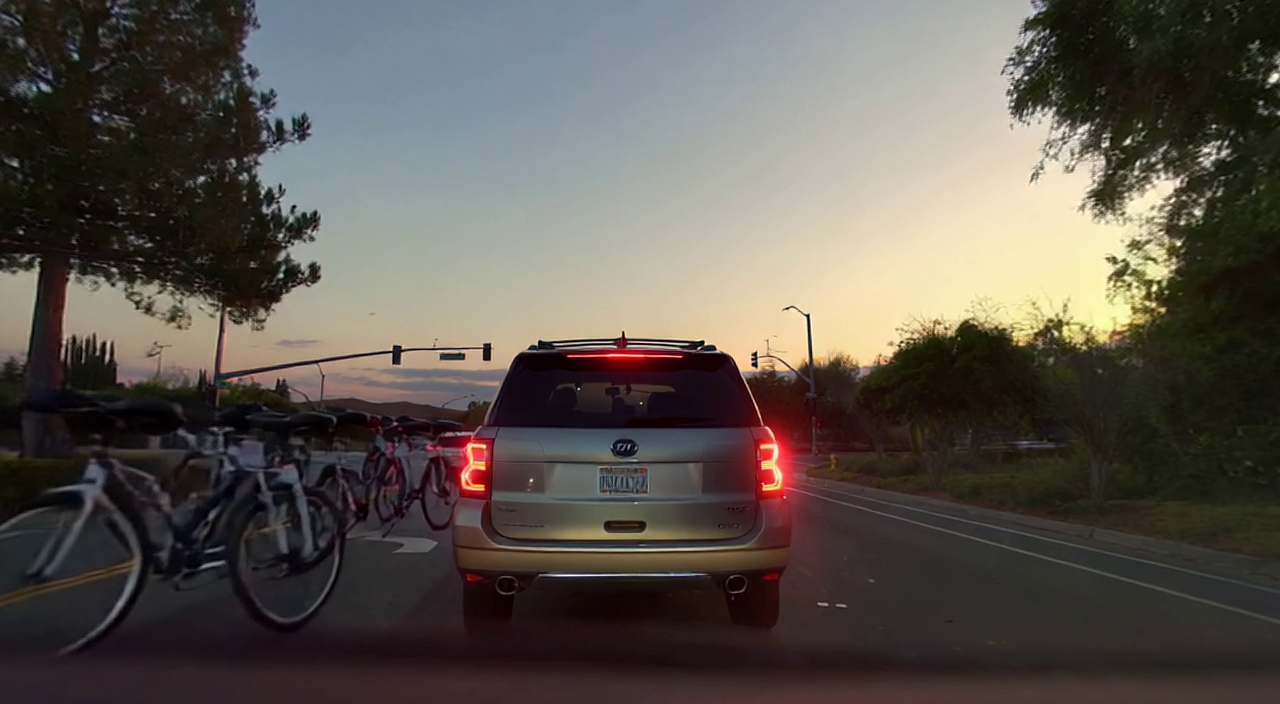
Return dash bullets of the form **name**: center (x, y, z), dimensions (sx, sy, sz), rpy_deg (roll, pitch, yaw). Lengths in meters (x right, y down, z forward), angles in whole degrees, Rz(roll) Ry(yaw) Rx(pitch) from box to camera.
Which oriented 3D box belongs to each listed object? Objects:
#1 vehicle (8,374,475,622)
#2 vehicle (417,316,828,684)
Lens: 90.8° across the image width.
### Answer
- **vehicle**: center (-3.721, 1.503, 7.588), dimensions (2.337, 1.858, 5.409), rpy_deg (0, -8, -4)
- **vehicle**: center (-0.226, 1.158, 5.993), dimensions (2.333, 2.087, 4.586), rpy_deg (0, -8, -4)
